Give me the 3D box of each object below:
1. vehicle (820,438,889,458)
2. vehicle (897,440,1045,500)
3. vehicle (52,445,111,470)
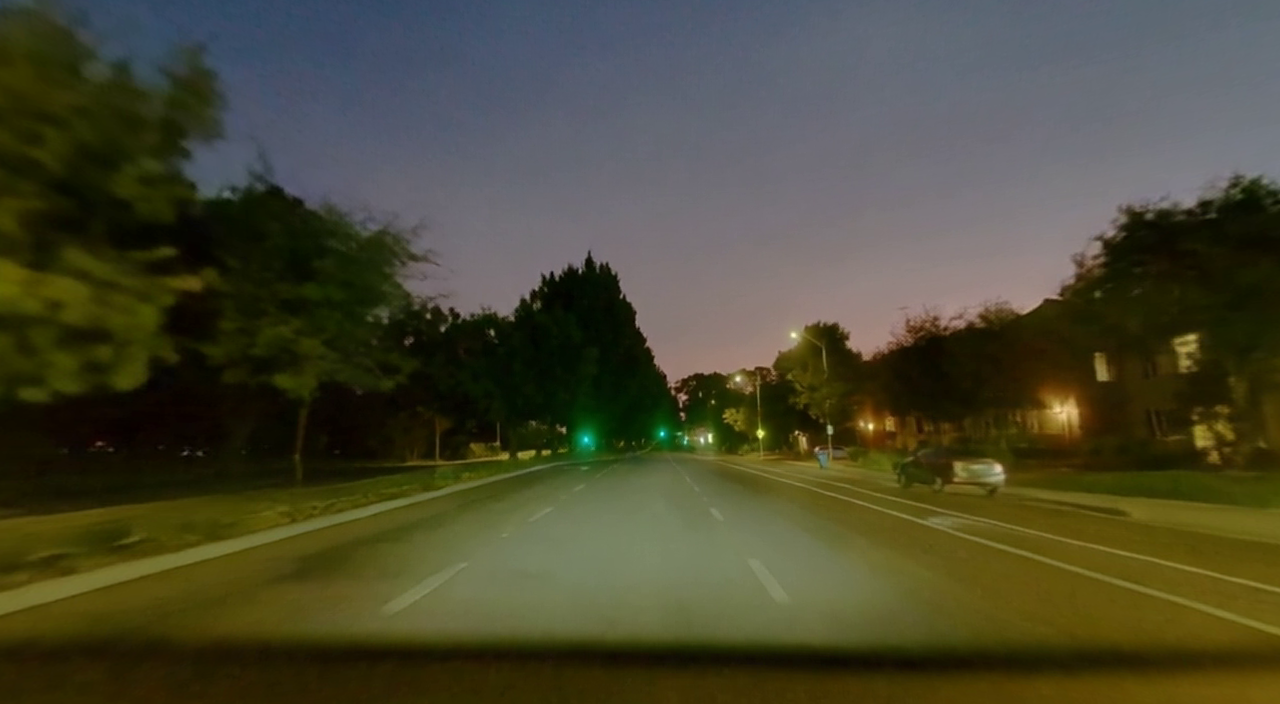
[{"bbox_3d":[16.553,7.431,48.896,4.592,1.472,2.009,0,-9,0],"label":"vehicle"},{"bbox_3d":[9.666,3.455,18.954,2.076,1.547,4.398,0,-9,0],"label":"vehicle"},{"bbox_3d":[-43.892,8.235,49.601,4.783,1.848,2.139,-6,-10,34],"label":"vehicle"}]
